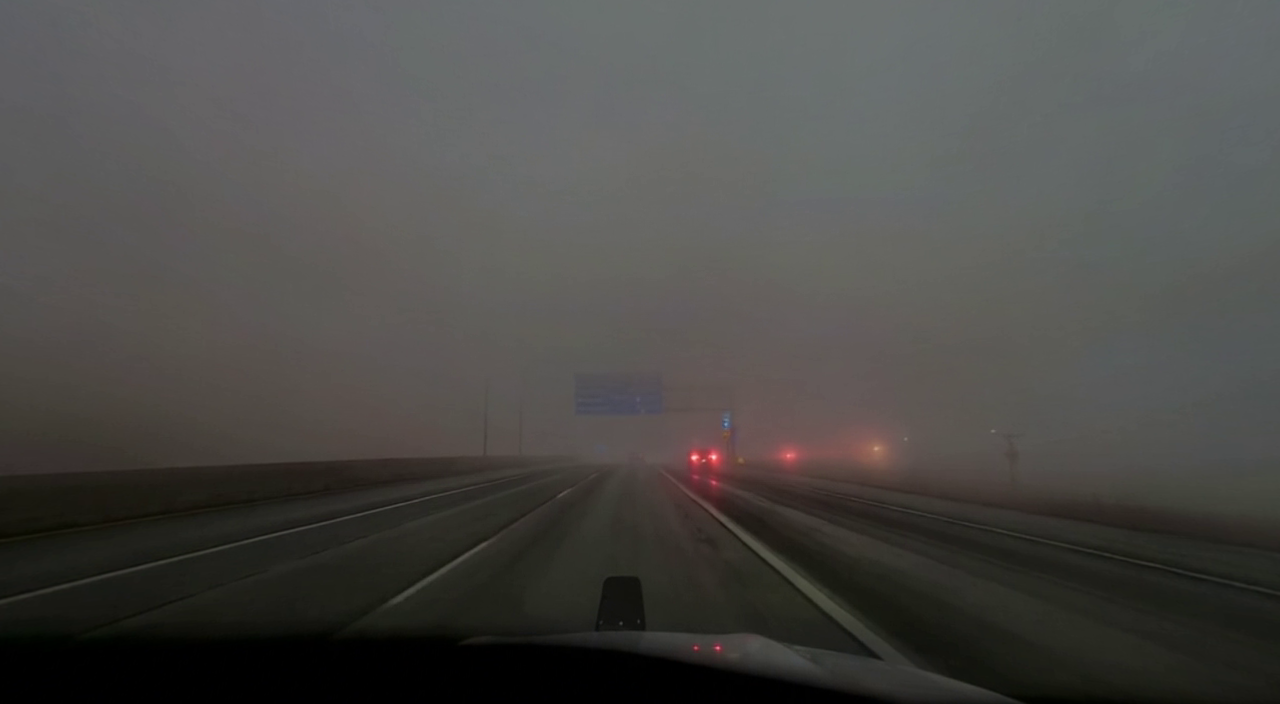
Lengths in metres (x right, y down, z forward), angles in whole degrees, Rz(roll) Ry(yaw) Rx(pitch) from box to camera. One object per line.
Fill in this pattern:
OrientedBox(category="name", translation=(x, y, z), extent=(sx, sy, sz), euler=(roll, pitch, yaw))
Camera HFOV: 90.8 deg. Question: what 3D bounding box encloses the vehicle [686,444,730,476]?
OrientedBox(category="vehicle", translation=(3.943, 6.344, 37.337), extent=(2.133, 1.746, 4.511), euler=(0, -9, 0))
